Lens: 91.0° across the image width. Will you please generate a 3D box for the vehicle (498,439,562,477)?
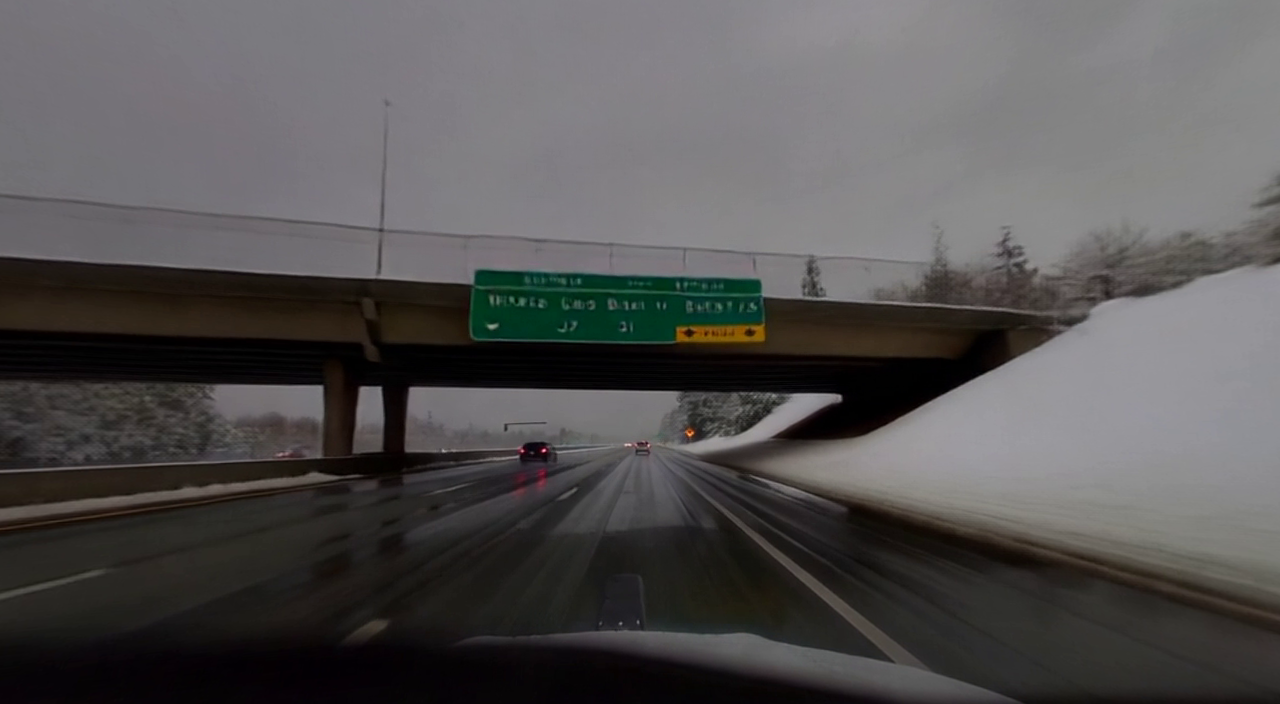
[{"bbox_3d":[-4.888,4.791,28.780,1.916,1.545,4.757,0,-8,2],"label":"vehicle"}]
